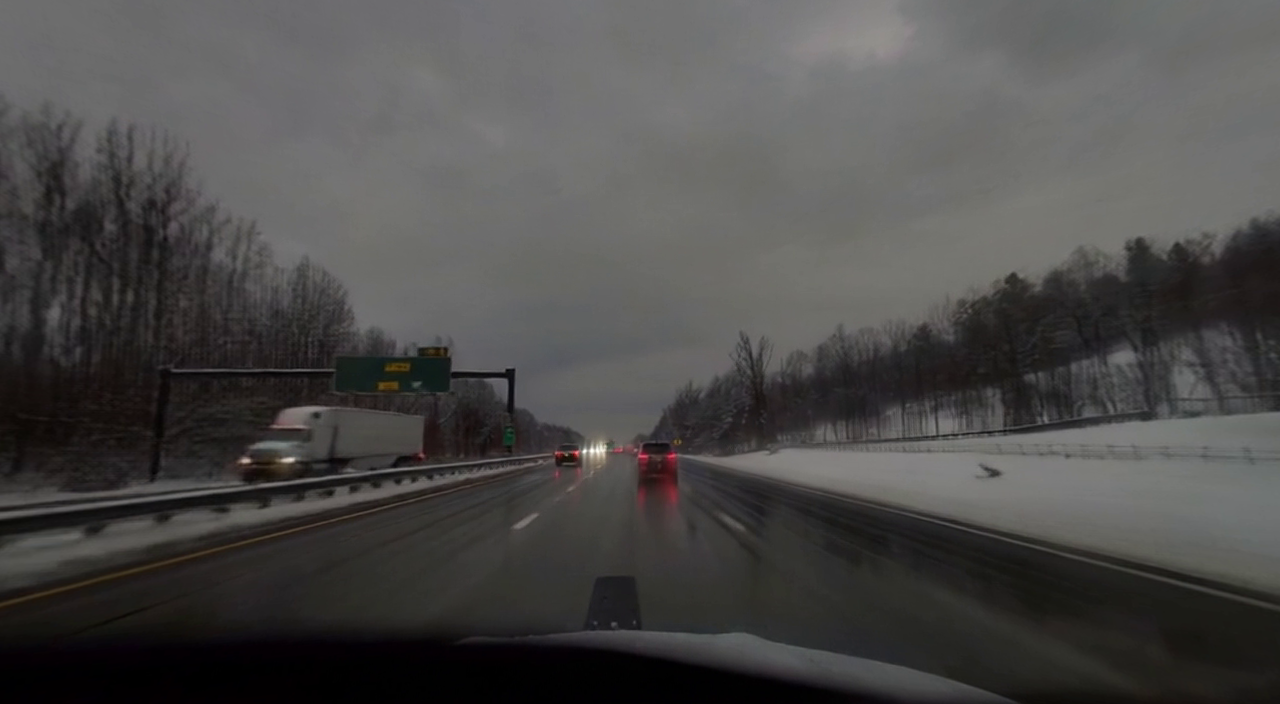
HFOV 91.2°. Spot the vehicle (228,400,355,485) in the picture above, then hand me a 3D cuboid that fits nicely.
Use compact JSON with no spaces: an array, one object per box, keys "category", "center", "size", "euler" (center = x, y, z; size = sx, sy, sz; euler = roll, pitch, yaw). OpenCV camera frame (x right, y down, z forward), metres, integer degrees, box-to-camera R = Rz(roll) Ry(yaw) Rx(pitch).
[{"category":"vehicle","center":[-17.650,4.701,32.402],"size":[2.868,3.942,6.422],"euler":[0,-9,-2]}]

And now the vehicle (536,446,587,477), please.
[{"category":"vehicle","center":[-3.838,5.435,31.202],"size":[2.037,1.418,3.793],"euler":[0,-9,0]}]

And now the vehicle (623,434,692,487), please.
[{"category":"vehicle","center":[0.554,3.895,22.725],"size":[2.250,1.718,4.358],"euler":[0,-9,-1]}]
